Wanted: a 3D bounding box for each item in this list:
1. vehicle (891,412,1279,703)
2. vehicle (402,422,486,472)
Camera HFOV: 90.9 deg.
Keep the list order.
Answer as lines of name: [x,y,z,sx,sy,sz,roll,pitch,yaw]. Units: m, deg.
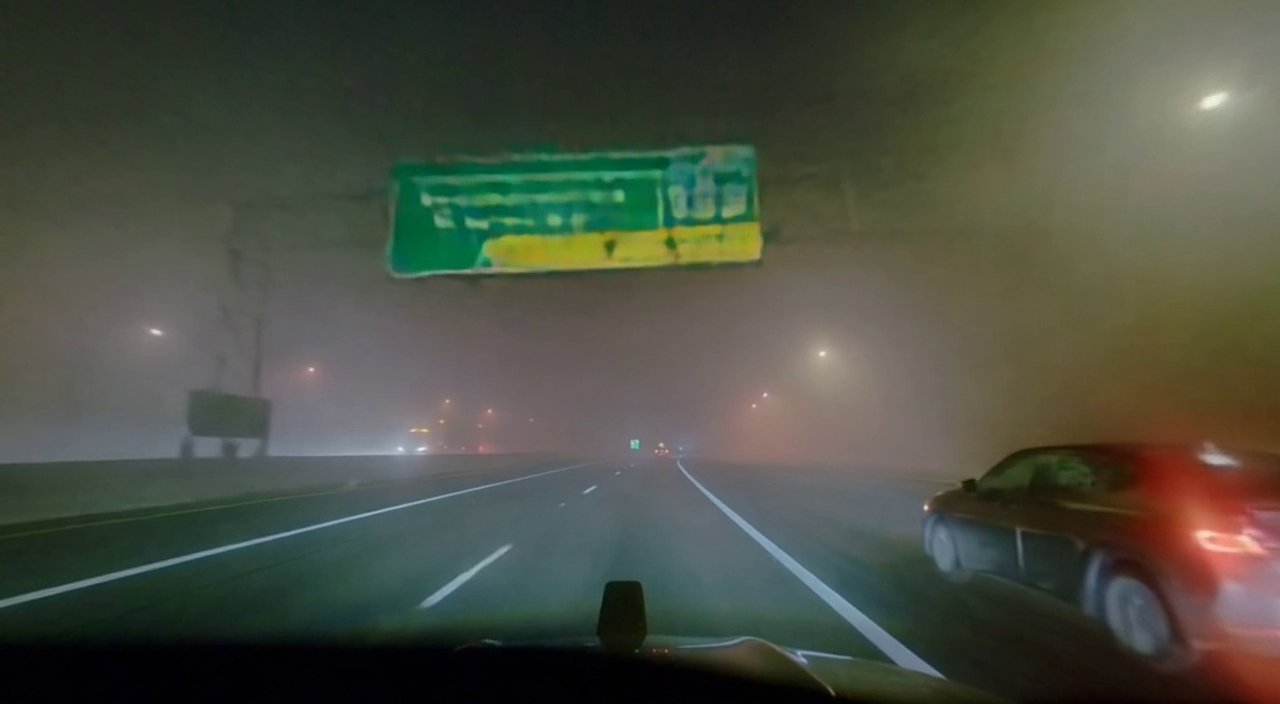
vehicle: [3.734,1.277,4.492,1.999,1.492,4.673,0,-8,0]
vehicle: [-13.173,6.576,43.312,2.843,2.970,8.404,-3,-9,2]
